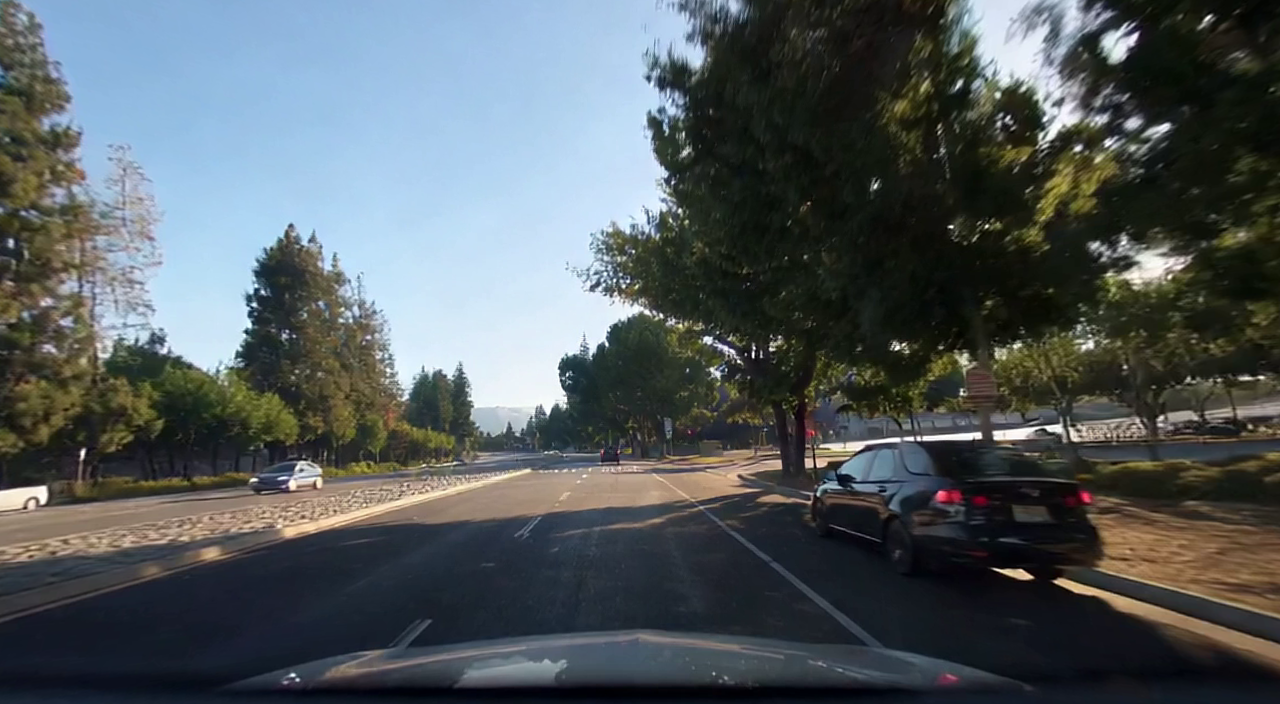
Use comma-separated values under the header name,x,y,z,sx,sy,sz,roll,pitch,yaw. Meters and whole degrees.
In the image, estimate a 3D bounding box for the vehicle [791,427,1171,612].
name,x,y,z,sx,sy,sz,roll,pitch,yaw
vehicle,3.354,1.710,7.458,1.989,1.504,4.342,0,-8,-1

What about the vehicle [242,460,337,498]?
name,x,y,z,sx,sy,sz,roll,pitch,yaw
vehicle,-15.817,5.721,28.820,1.880,1.485,4.476,0,-8,-2
